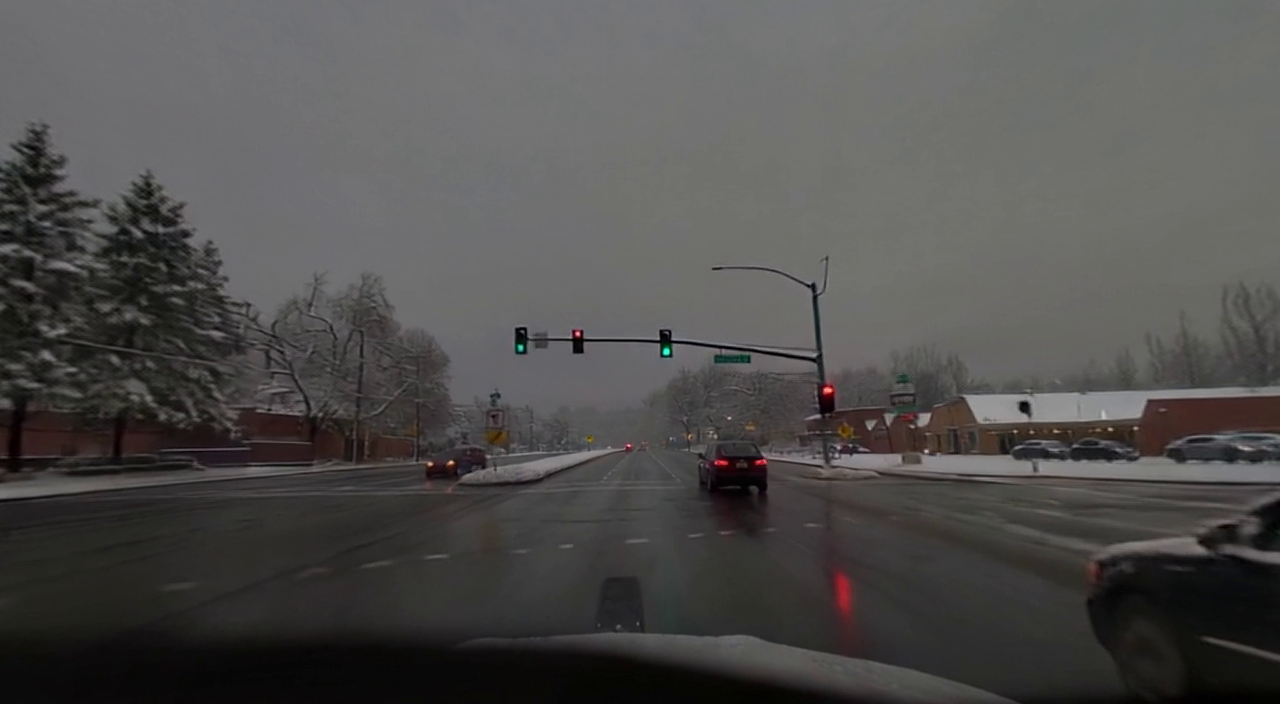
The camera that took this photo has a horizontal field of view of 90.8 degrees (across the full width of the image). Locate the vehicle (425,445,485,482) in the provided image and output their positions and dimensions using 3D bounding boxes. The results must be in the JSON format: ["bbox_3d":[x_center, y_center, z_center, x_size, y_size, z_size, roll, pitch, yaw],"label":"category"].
[{"bbox_3d":[-9.182,5.520,31.690,1.816,1.478,4.404,-2,-6,-2],"label":"vehicle"}]

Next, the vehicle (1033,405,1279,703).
[{"bbox_3d":[3.364,0.808,1.526,2.004,1.455,4.417,0,-9,0],"label":"vehicle"}]

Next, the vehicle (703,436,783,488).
[{"bbox_3d":[3.616,3.960,23.007,2.128,1.699,4.222,0,-9,-1],"label":"vehicle"}]
